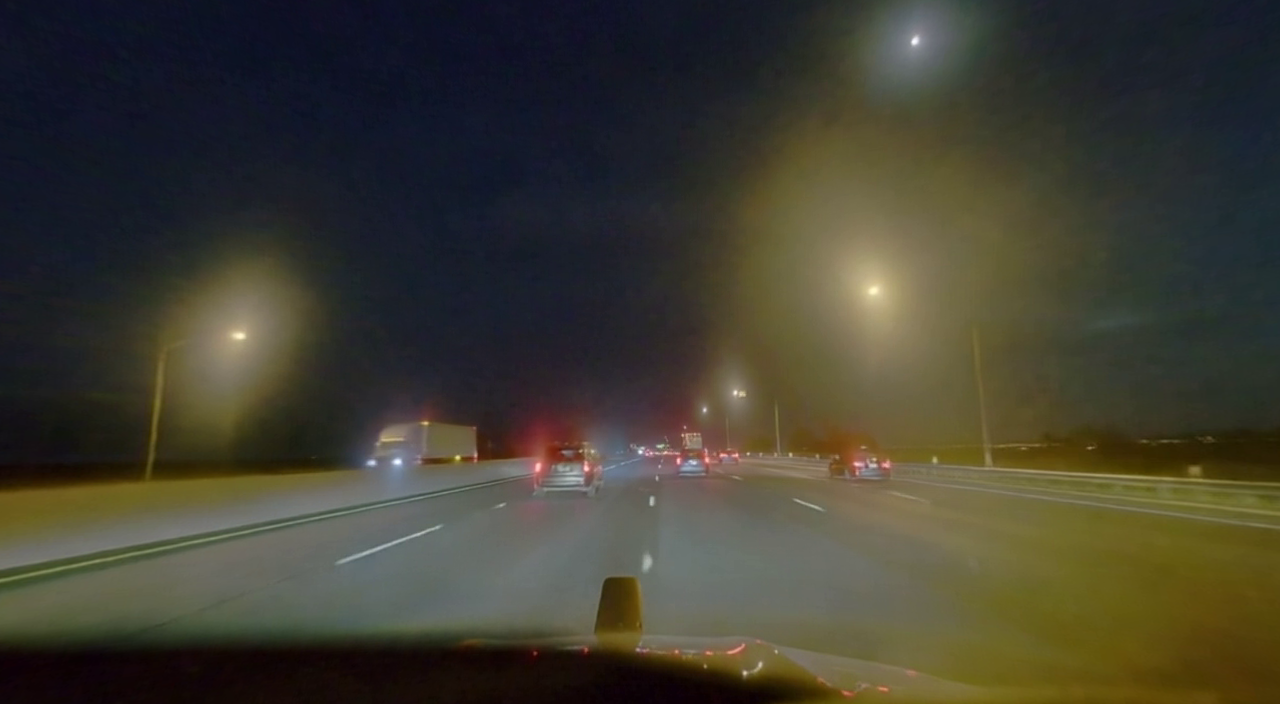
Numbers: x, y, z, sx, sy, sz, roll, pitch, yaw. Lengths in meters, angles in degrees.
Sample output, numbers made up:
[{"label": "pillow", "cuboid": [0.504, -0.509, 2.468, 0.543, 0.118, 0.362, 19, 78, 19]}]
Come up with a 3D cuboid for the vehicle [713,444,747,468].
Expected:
[{"label": "vehicle", "cuboid": [6.640, 7.747, 47.063, 1.975, 1.650, 4.257, 0, -9, 1]}]

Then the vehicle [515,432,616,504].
[{"label": "vehicle", "cuboid": [-1.896, 3.159, 17.595, 2.142, 1.724, 4.344, 0, -9, 2]}]

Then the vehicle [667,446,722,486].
[{"label": "vehicle", "cuboid": [2.132, 4.584, 25.719, 2.004, 1.471, 4.032, 0, -9, 2]}]
